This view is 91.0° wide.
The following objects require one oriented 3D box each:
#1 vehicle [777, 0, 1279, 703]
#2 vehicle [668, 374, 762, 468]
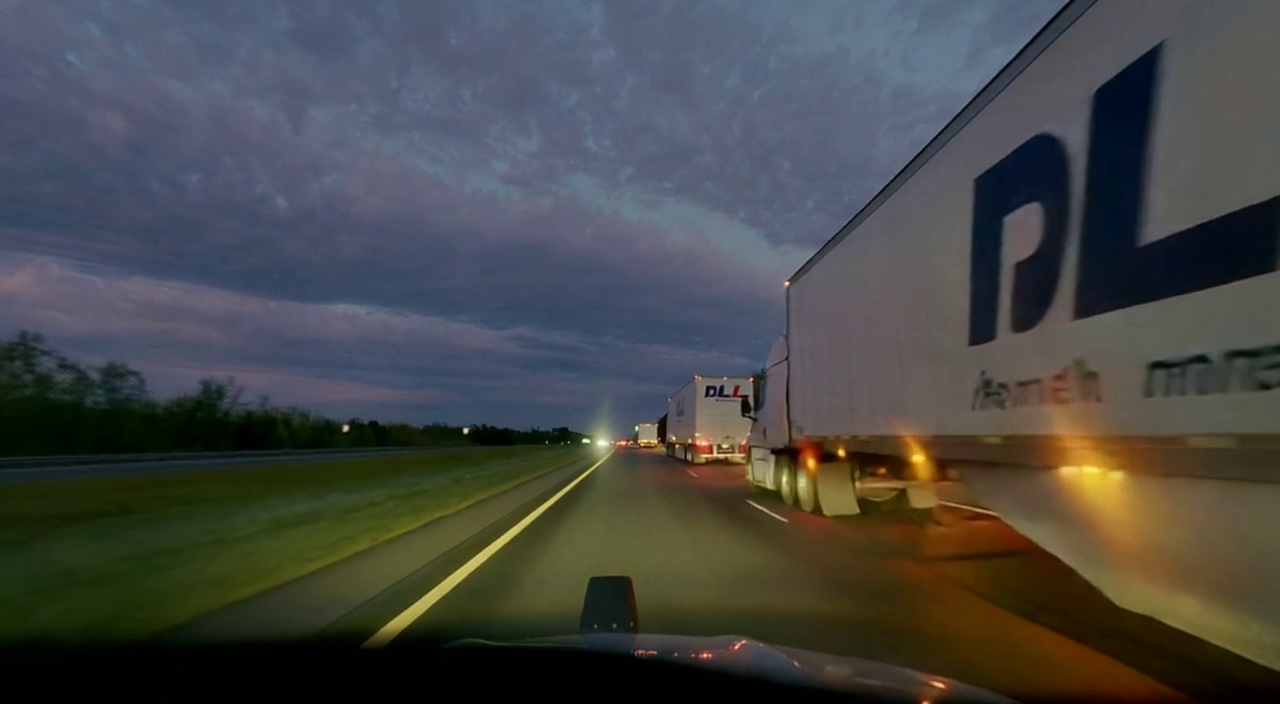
[{"bbox_3d":[3.950,-0.335,3.410,2.863,4.031,14.678,0,-8,-1],"label":"vehicle"},{"bbox_3d":[3.550,3.956,34.298,2.871,4.072,14.183,0,-8,-2],"label":"vehicle"}]
